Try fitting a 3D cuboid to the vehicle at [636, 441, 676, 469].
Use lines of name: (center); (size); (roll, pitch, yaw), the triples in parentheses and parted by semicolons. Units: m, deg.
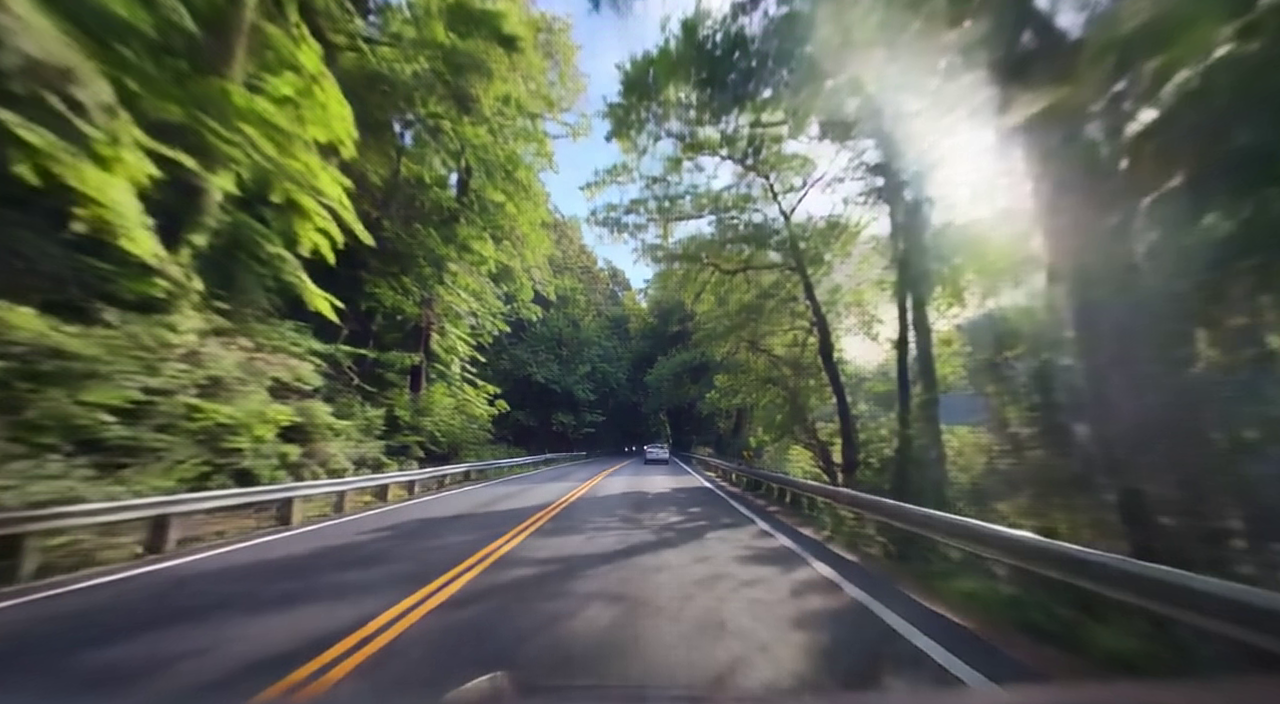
vehicle: (0.871, 5.804, 35.715); (2.120, 1.491, 4.349); (0, -8, 1)
